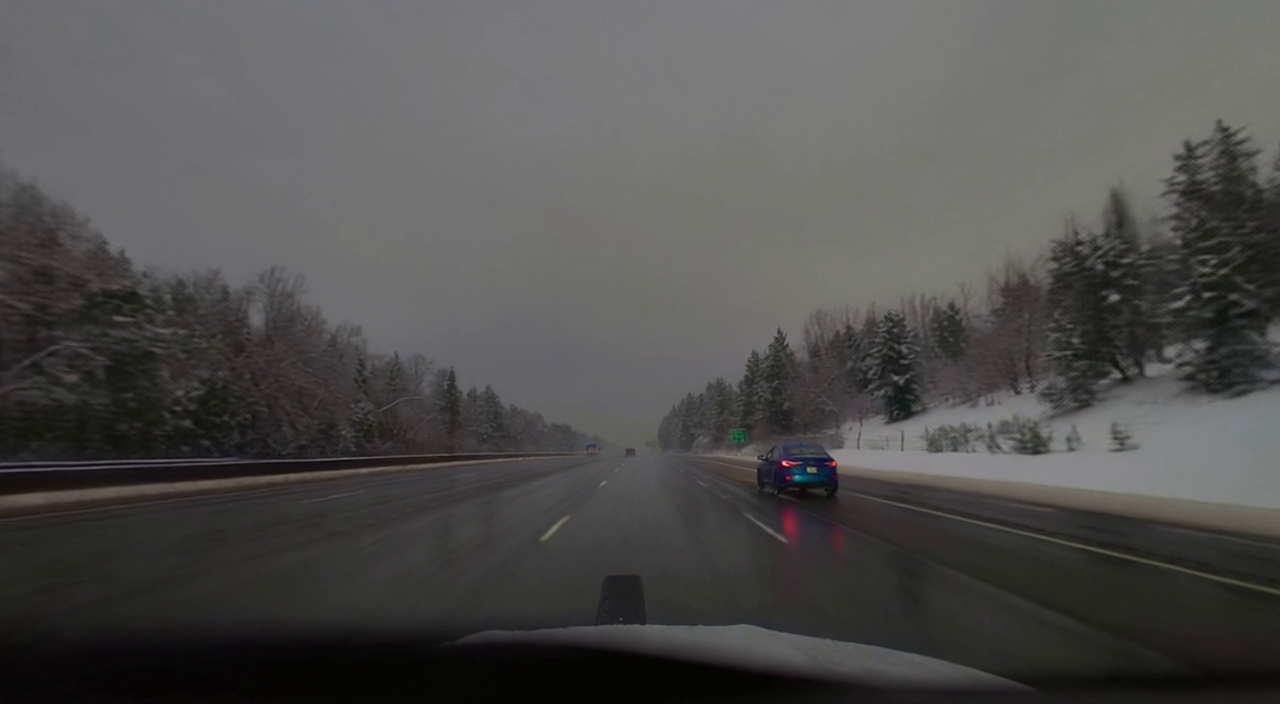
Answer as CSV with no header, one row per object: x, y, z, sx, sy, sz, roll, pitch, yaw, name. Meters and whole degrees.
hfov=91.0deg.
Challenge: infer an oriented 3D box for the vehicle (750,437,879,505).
4.293,3.011,16.339,2.033,1.501,4.398,0,-9,-1,vehicle
